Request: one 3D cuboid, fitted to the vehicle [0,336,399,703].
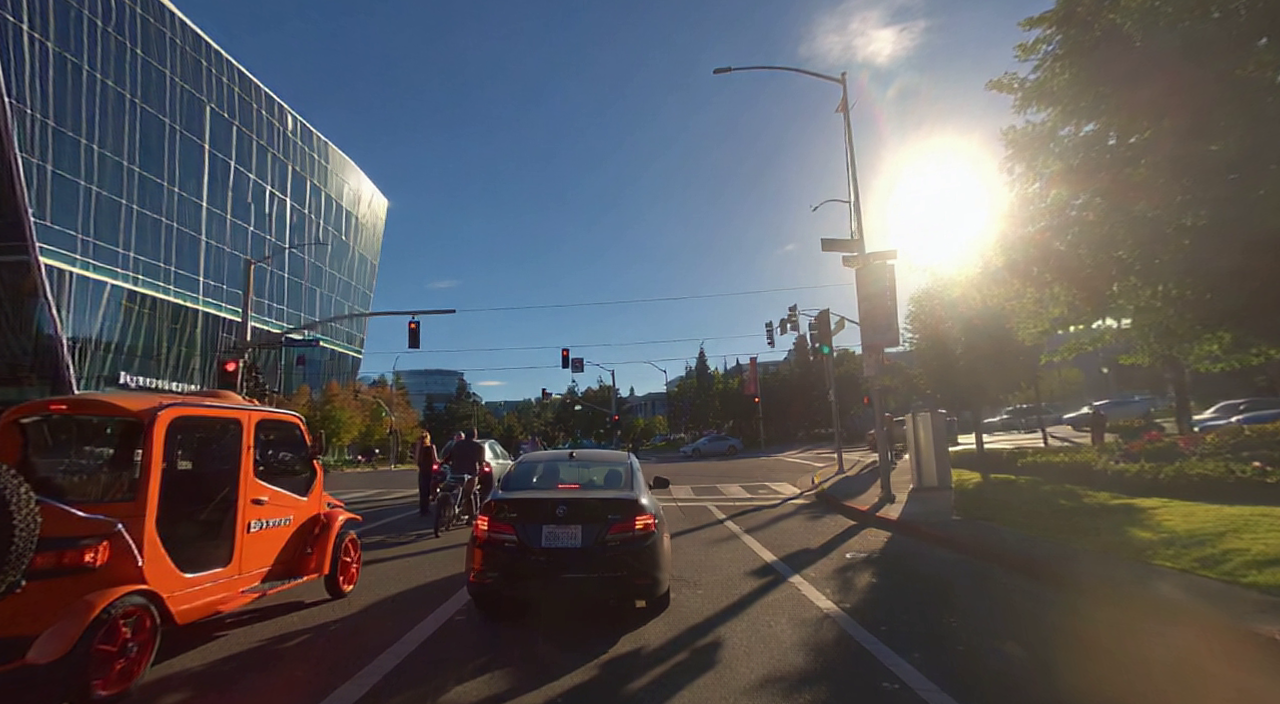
[{"bbox_3d":[-3.609,1.130,4.454,2.000,1.809,4.405,0,-8,0],"label":"vehicle"}]

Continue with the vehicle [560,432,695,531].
[{"bbox_3d":[-0.155,2.258,11.544,2.025,1.458,4.085,0,-8,1],"label":"vehicle"}]

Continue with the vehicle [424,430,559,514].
[{"bbox_3d":[-3.178,2.658,14.376,1.935,1.615,4.073,-1,-8,2],"label":"vehicle"}]

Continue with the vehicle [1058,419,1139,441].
[{"bbox_3d":[30.718,5.273,42.110,1.751,1.420,4.027,8,-12,-43],"label":"vehicle"}]

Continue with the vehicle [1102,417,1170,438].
[{"bbox_3d":[36.764,5.603,46.571,1.625,1.449,3.557,6,-11,-38],"label":"vehicle"}]
